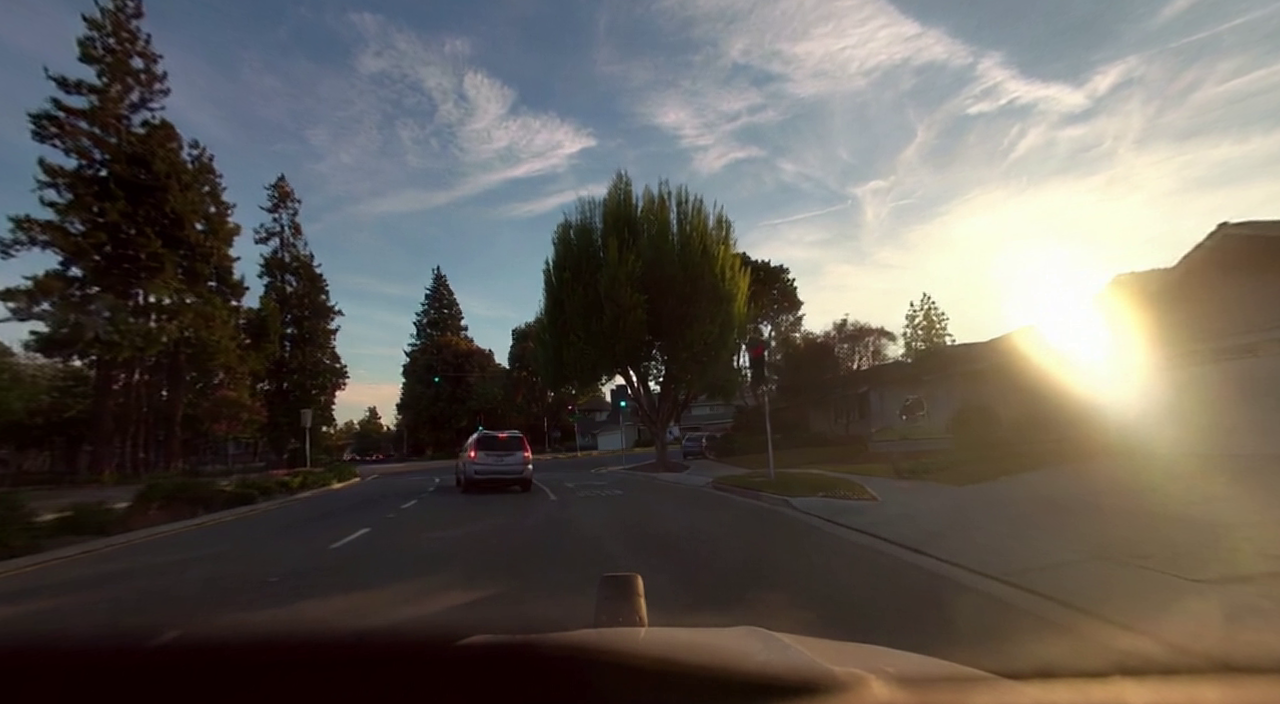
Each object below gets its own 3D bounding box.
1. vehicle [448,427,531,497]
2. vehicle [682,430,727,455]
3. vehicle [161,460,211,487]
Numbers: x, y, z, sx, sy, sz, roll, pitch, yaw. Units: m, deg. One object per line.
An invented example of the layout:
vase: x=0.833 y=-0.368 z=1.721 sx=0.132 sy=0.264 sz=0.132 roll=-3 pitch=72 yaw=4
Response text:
vehicle: x=-4.250 y=3.054 z=17.898 sx=1.990 sy=1.707 sz=4.225 roll=2 pitch=-9 yaw=-13
vehicle: x=4.063 y=5.800 z=40.504 sx=1.911 sy=1.516 sz=4.251 roll=1 pitch=-9 yaw=-8
vehicle: x=-31.798 y=8.455 z=44.366 sx=1.943 sy=1.677 sz=4.176 roll=3 pitch=-9 yaw=-23
